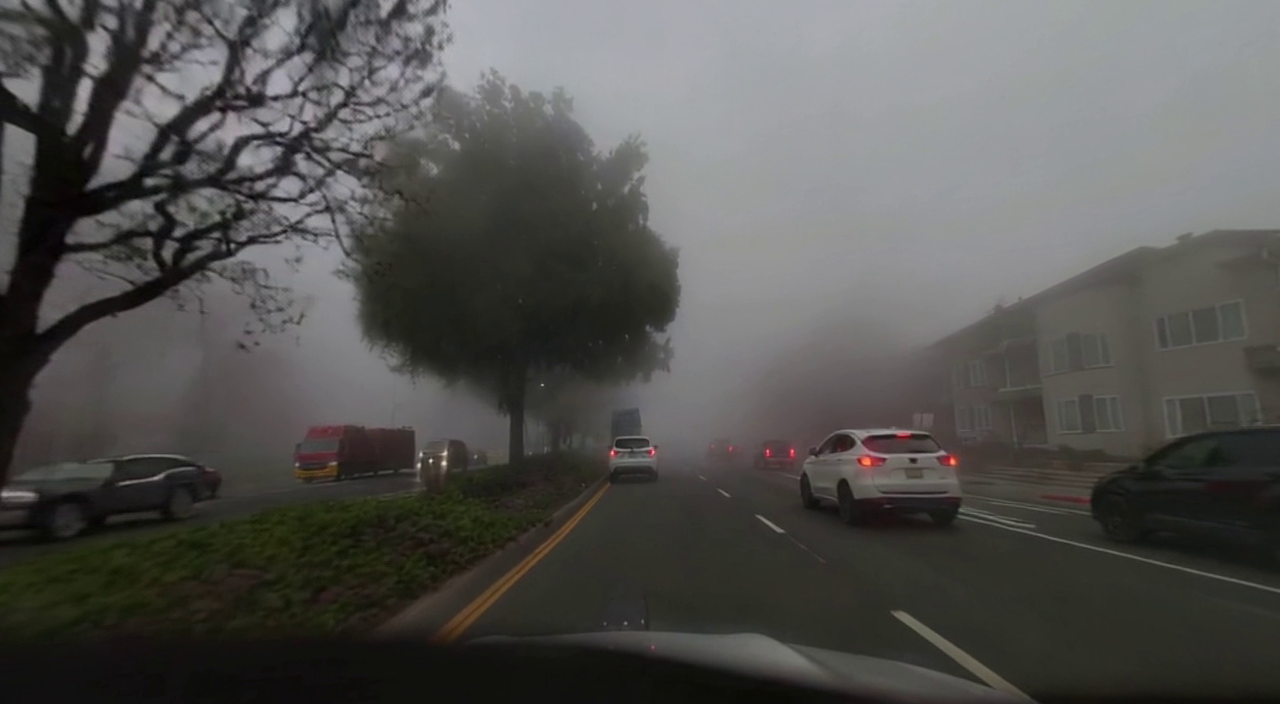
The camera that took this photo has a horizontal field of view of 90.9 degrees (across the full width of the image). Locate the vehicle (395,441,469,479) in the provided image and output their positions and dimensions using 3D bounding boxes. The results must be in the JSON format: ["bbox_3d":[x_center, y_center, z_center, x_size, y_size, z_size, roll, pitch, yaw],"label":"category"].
[{"bbox_3d":[-10.517,5.465,32.218,2.142,1.742,4.523,0,-8,1],"label":"vehicle"}]

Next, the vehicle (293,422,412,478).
[{"bbox_3d":[-19.914,6.913,44.815,3.233,3.473,10.664,0,-8,1],"label":"vehicle"}]

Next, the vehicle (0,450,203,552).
[{"bbox_3d":[-10.377,2.503,11.260,1.907,1.471,4.410,0,-8,1],"label":"vehicle"}]

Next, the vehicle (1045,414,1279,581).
[{"bbox_3d":[7.207,1.571,7.243,2.133,1.583,4.496,0,-8,1],"label":"vehicle"}]

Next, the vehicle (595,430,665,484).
[{"bbox_3d":[-0.347,3.871,23.473,2.332,1.798,4.546,0,-8,0],"label":"vehicle"}]

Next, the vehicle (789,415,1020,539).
[{"bbox_3d":[4.170,2.055,10.974,2.100,1.689,4.501,0,-8,1],"label":"vehicle"}]

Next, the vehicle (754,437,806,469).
[{"bbox_3d":[7.866,5.711,35.852,1.971,1.722,4.341,0,-8,0],"label":"vehicle"}]
